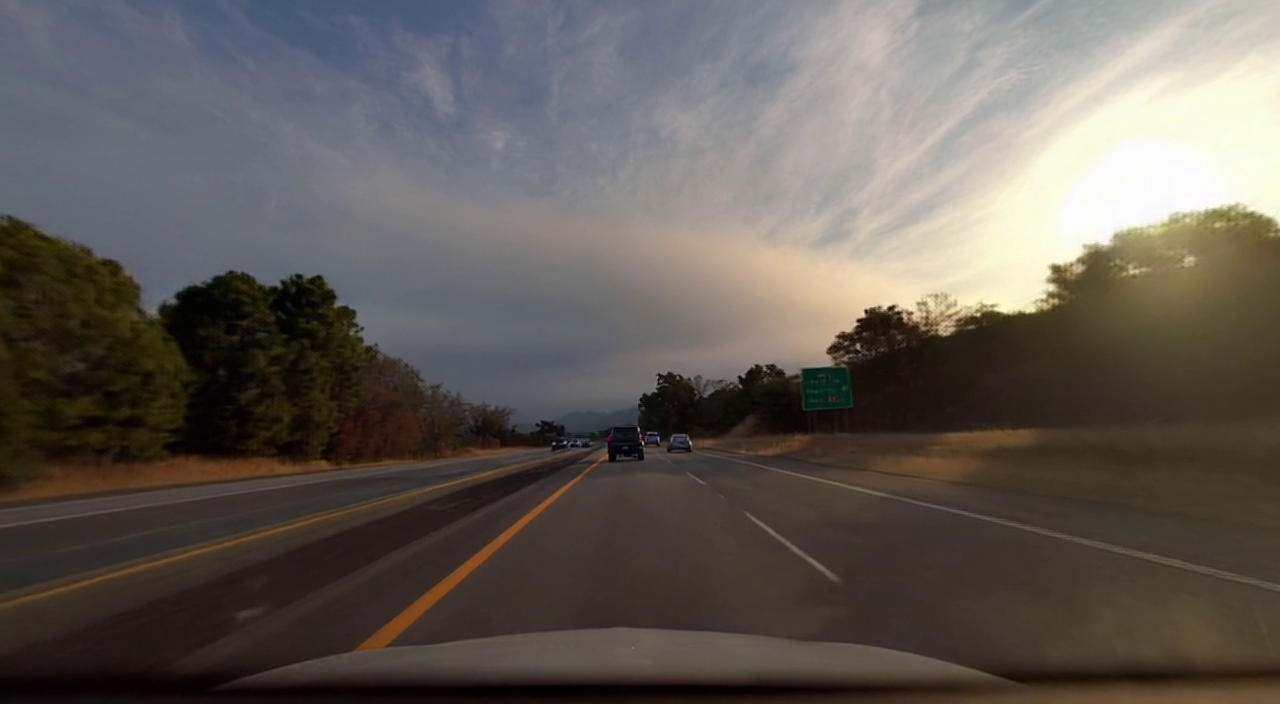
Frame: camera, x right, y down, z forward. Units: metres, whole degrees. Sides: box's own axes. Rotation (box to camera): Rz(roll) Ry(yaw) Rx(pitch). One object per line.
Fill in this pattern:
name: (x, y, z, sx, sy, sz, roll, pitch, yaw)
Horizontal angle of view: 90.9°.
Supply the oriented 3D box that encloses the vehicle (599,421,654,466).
vehicle: (-0.654, 4.486, 31.033, 2.503, 2.044, 4.633, 0, -8, -1)
